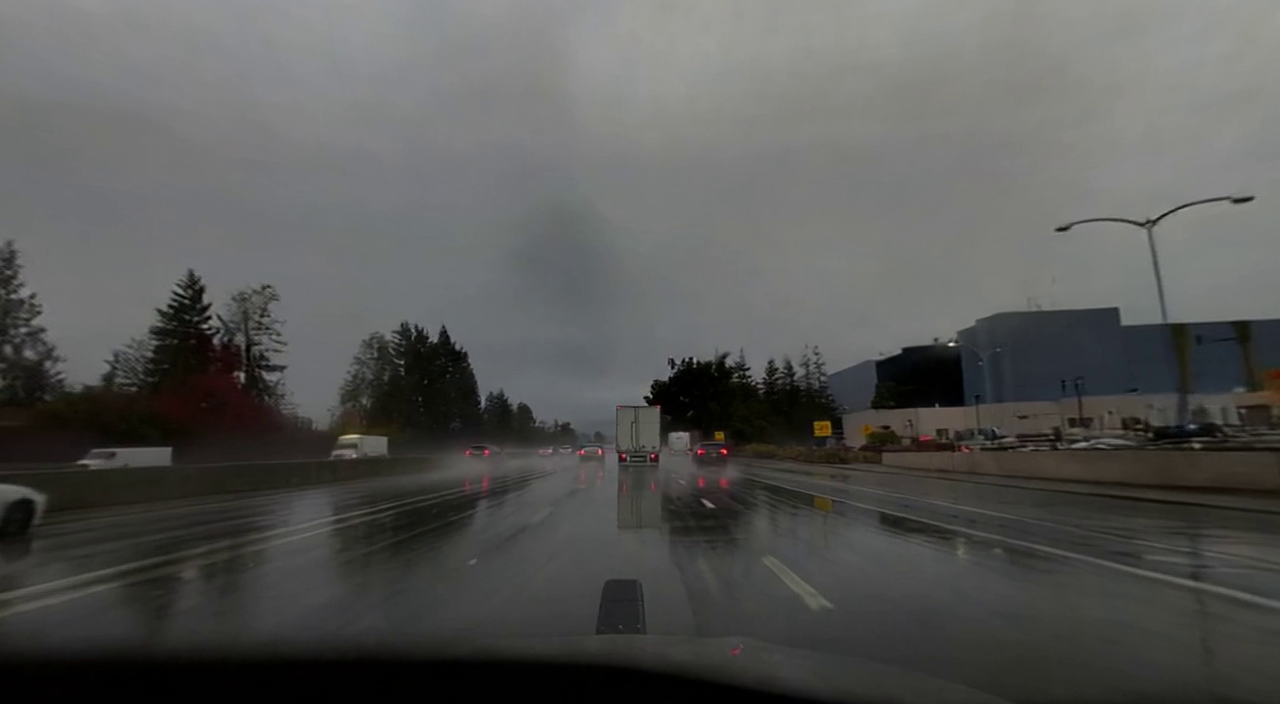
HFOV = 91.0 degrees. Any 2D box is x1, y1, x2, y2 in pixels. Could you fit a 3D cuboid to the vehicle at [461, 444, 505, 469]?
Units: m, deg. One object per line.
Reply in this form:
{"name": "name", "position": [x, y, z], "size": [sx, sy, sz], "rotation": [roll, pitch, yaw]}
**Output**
{"name": "vehicle", "position": [-10.967, 7.332, 44.220], "size": [1.966, 1.627, 4.258], "rotation": [0, -9, 1]}

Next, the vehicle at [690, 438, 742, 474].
{"name": "vehicle", "position": [3.845, 5.353, 32.588], "size": [2.107, 1.707, 4.445], "rotation": [0, -9, 0]}

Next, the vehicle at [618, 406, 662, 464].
{"name": "vehicle", "position": [0.182, 6.476, 48.371], "size": [3.012, 3.928, 10.262], "rotation": [0, -9, 2]}
